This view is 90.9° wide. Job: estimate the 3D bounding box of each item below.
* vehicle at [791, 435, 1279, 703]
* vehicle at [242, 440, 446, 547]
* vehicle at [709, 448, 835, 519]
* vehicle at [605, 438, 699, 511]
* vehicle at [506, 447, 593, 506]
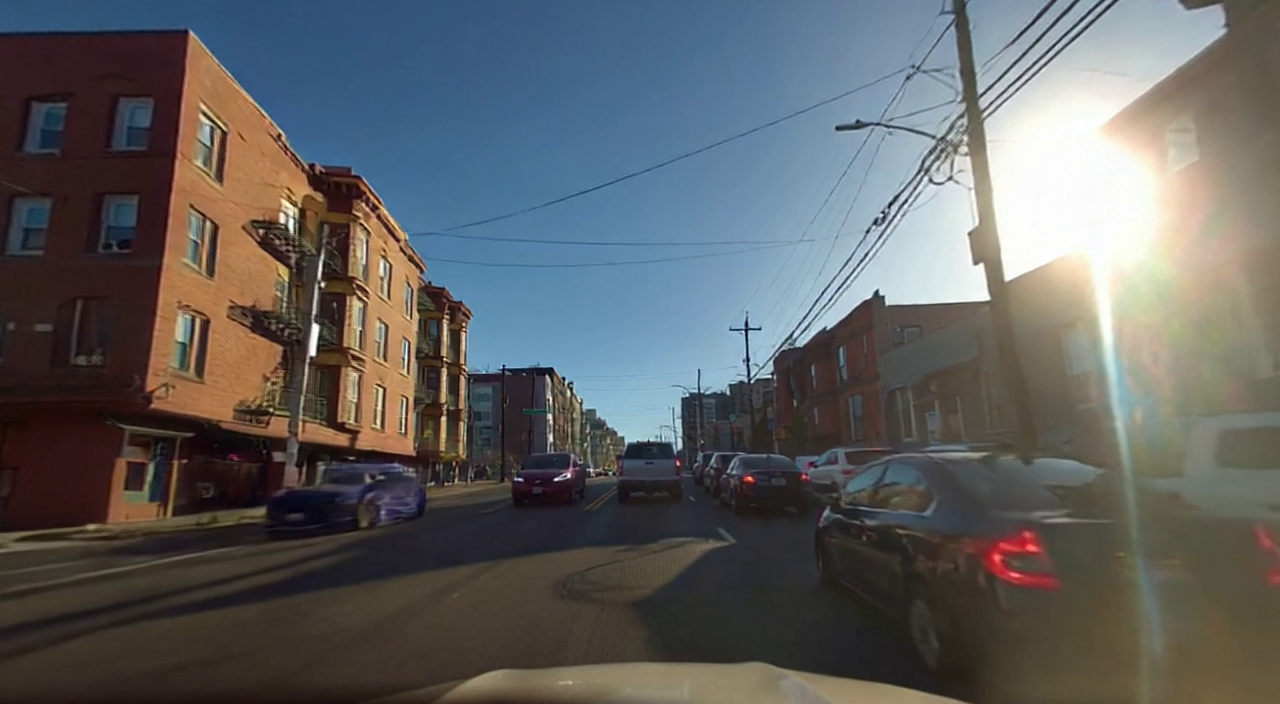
[{"bbox_3d":[2.788,1.457,5.187,2.029,1.460,4.451,0,-8,1],"label":"vehicle"},{"bbox_3d":[-5.651,2.709,12.824,1.962,1.755,4.423,0,-8,0],"label":"vehicle"},{"bbox_3d":[3.112,3.205,16.060,2.116,1.487,4.988,0,-8,0],"label":"vehicle"},{"bbox_3d":[0.256,3.229,17.131,2.232,1.736,4.036,0,-8,-1],"label":"vehicle"},{"bbox_3d":[-2.732,3.860,20.052,2.023,1.646,4.282,0,-8,2],"label":"vehicle"}]
